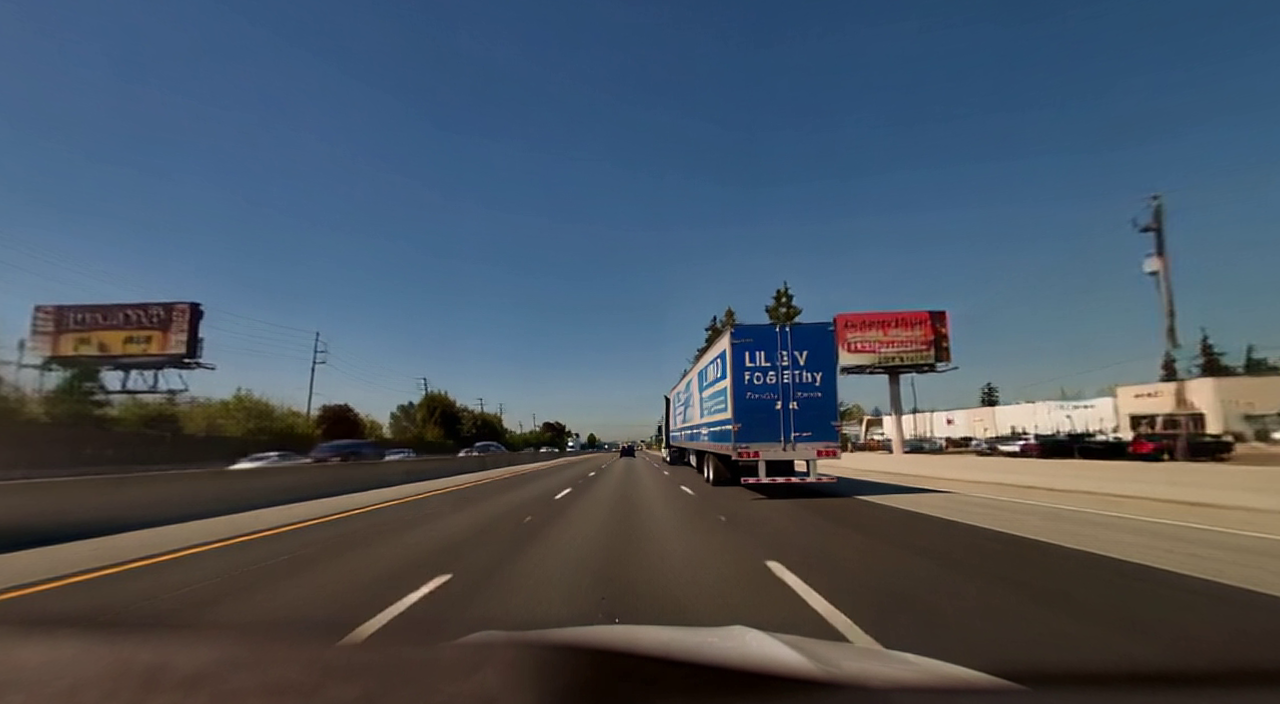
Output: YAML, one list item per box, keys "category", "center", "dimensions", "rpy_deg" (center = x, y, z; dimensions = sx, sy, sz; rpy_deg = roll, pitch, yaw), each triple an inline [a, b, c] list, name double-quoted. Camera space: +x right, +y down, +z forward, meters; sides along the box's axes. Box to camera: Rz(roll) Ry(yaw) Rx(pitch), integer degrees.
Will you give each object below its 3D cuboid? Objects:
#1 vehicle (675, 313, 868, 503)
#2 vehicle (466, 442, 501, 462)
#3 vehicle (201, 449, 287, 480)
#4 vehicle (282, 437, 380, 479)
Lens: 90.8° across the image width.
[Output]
- category: "vehicle"
  center: [3.491, 2.534, 23.146]
  dimensions: [2.891, 4.387, 17.121]
  rpy_deg: [0, -9, -2]
- category: "vehicle"
  center: [-11.441, 7.336, 46.445]
  dimensions: [1.679, 1.408, 3.364]
  rpy_deg: [0, -9, 0]
- category: "vehicle"
  center: [-18.813, 5.352, 30.194]
  dimensions: [1.764, 1.350, 3.516]
  rpy_deg: [0, -9, 0]
- category: "vehicle"
  center: [-11.206, 3.864, 23.196]
  dimensions: [1.806, 1.408, 3.416]
  rpy_deg: [0, -9, 1]
